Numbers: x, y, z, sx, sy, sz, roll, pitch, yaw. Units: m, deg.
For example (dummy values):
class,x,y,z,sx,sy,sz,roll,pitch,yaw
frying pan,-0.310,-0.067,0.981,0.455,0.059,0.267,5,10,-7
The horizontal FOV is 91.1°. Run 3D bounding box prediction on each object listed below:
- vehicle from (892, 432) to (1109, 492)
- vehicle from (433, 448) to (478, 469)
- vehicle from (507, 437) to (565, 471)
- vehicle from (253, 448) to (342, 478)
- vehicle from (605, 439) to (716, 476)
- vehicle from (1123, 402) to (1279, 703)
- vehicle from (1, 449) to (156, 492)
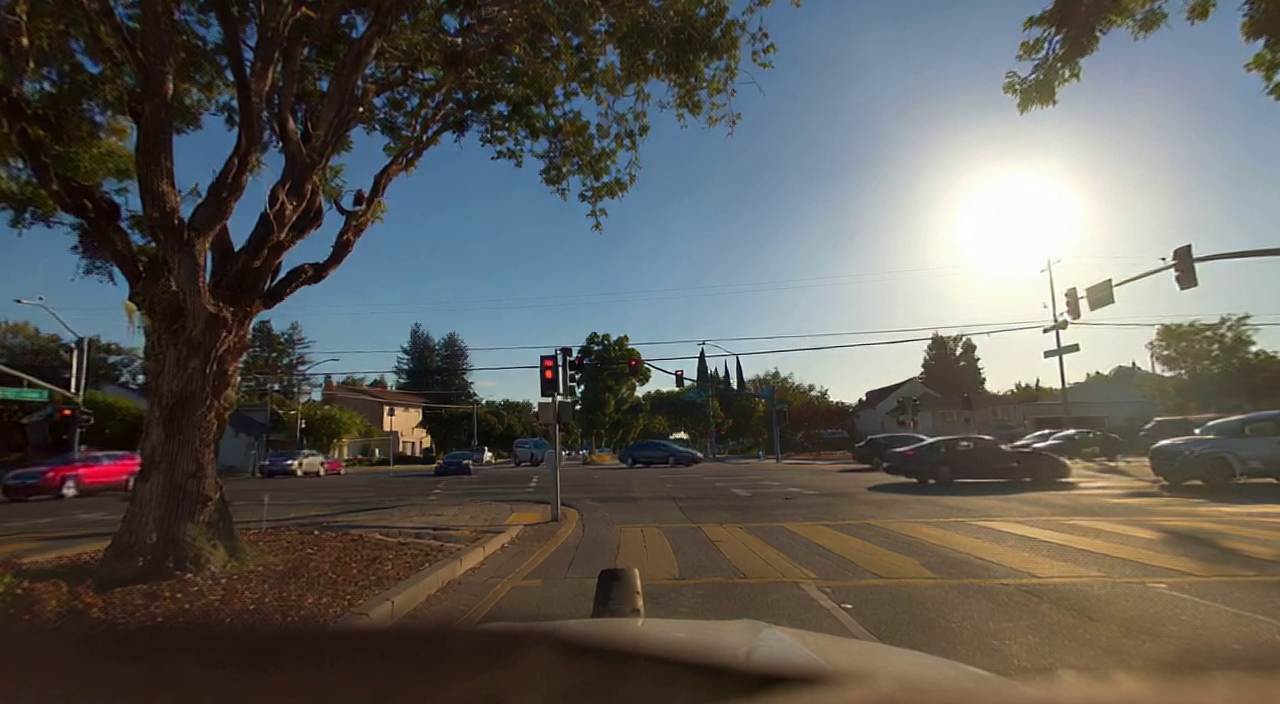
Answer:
class,x,y,z,sx,sy,sz,roll,pitch,yaw
vehicle,9.589,2.964,17.196,4.719,1.449,2.026,-2,-9,16
vehicle,-12.228,7.037,41.769,1.921,1.304,4.050,0,-8,-3
vehicle,-6.272,6.016,37.378,2.276,1.842,4.958,4,-9,-23
vehicle,-18.292,5.910,33.843,2.203,1.471,4.723,0,-8,-1
vehicle,0.850,4.771,28.749,5.017,1.515,2.006,-8,-12,44
vehicle,3.092,0.658,0.419,1.990,1.454,4.490,0,-8,1
vehicle,-21.668,4.562,24.544,1.853,1.456,4.531,0,-8,0
